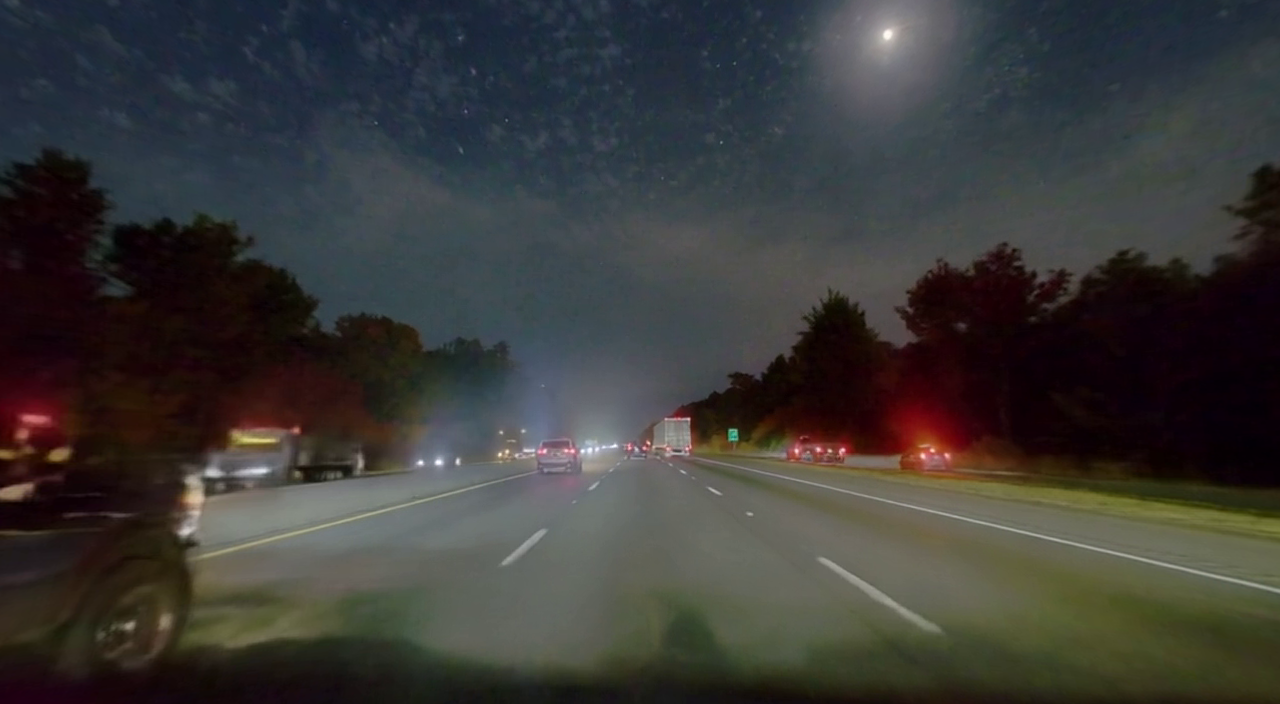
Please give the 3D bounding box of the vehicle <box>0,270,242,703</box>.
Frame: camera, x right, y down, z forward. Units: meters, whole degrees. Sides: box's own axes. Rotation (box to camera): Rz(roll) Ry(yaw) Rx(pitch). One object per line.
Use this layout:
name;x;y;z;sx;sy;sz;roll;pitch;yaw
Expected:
vehicle;-3.471;0.472;0.988;2.180;1.916;5.263;0;-8;1

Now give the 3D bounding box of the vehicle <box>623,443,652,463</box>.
vehicle;-0.200;7.805;48.730;2.152;1.484;4.211;0;-8;0

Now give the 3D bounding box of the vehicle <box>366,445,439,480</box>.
vehicle;-10.932;5.101;29.299;1.860;1.464;4.218;0;-8;-2

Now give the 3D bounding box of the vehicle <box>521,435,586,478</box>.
vehicle;-3.639;4.514;27.415;2.077;1.669;4.739;0;-8;1
